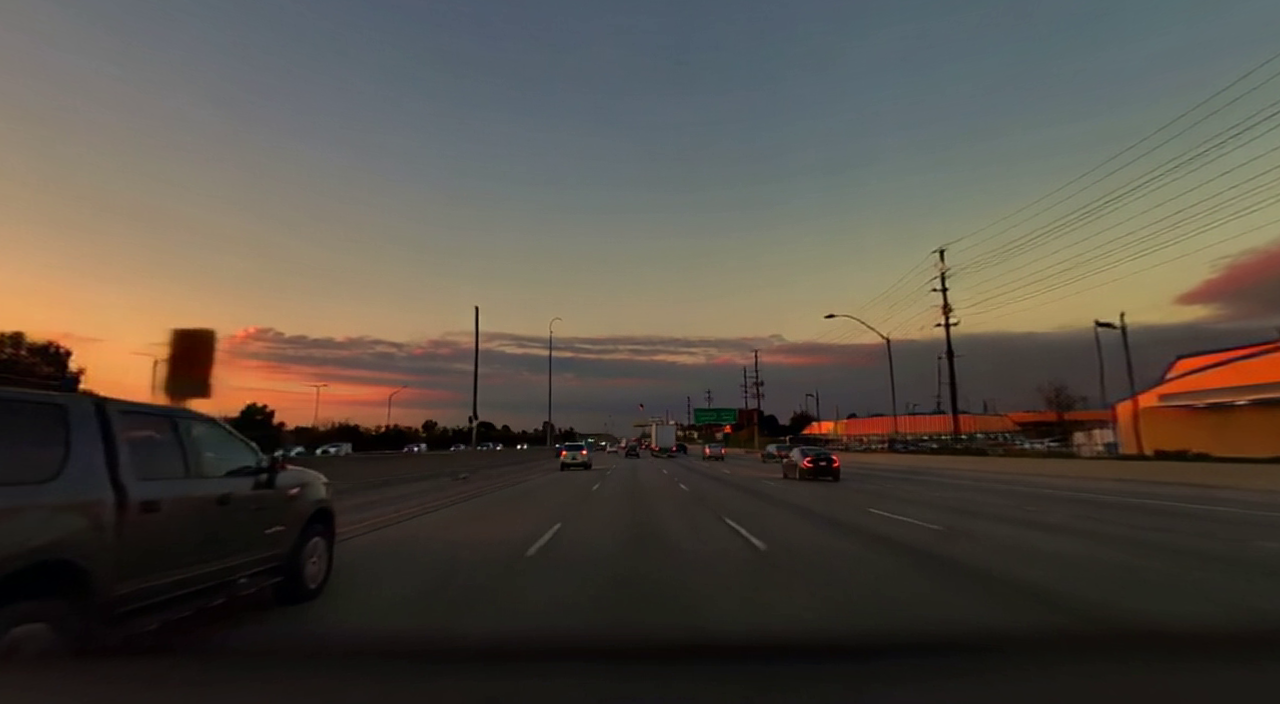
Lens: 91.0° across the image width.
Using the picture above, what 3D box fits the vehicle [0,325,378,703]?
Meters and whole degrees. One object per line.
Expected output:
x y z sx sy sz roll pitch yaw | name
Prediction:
-3.533 0.959 3.469 2.130 1.799 4.583 0 -9 1 | vehicle

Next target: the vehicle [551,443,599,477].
-3.045 5.191 30.449 1.929 1.521 4.097 0 -9 0 | vehicle

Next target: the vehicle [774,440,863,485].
6.613 4.134 23.858 1.980 1.501 4.433 0 -9 -1 | vehicle
